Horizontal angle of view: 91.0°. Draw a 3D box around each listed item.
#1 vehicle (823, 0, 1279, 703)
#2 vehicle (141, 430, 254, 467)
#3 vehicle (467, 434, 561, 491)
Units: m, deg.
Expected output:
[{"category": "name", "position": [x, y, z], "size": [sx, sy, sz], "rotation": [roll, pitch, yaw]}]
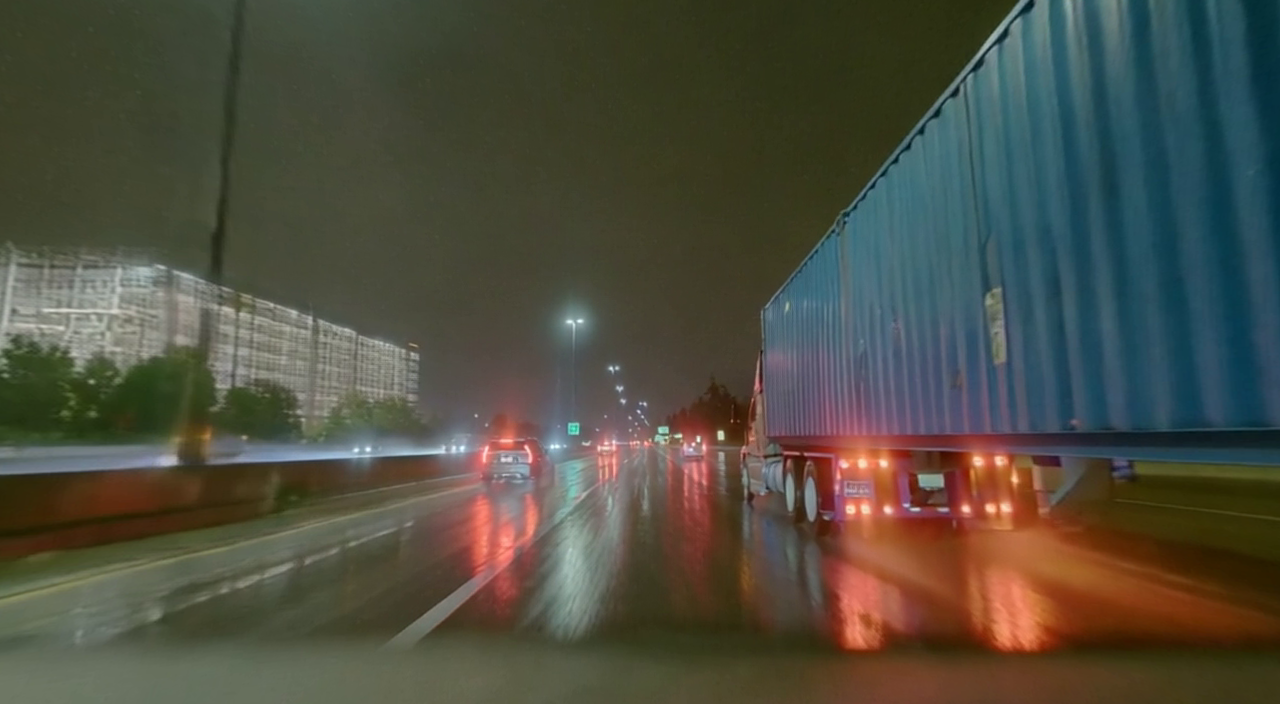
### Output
[{"category": "vehicle", "position": [3.893, -0.512, 1.768], "size": [2.893, 3.992, 13.605], "rotation": [0, -8, 1]}, {"category": "vehicle", "position": [-29.189, 6.435, 41.936], "size": [2.262, 2.226, 7.066], "rotation": [0, -9, 1]}, {"category": "vehicle", "position": [-3.661, 3.294, 19.075], "size": [1.954, 1.528, 4.010], "rotation": [0, -8, 1]}]
